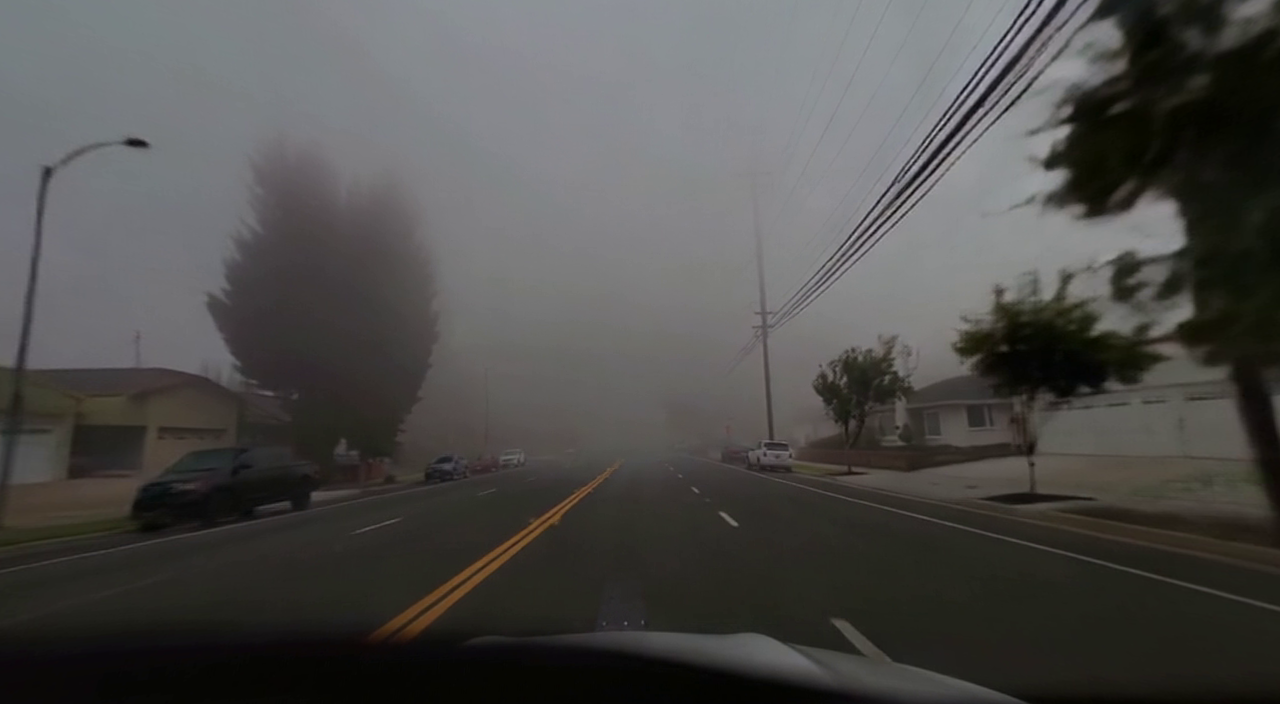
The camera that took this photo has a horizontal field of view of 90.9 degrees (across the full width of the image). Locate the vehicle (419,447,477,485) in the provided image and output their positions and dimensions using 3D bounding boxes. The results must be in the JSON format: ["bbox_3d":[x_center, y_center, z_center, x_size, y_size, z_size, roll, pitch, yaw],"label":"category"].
[{"bbox_3d":[-10.135,5.993,33.509,1.974,1.696,4.336,-3,-8,-4],"label":"vehicle"}]

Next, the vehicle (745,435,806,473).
[{"bbox_3d":[7.062,5.405,33.496,2.128,1.823,4.834,-1,-8,0],"label":"vehicle"}]

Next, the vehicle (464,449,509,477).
[{"bbox_3d":[-10.197,7.346,42.115,1.932,1.472,4.516,-4,-7,-2],"label":"vehicle"}]

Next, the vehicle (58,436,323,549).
[{"bbox_3d":[-10.379,3.179,15.396,2.419,2.001,5.566,-3,-7,0],"label":"vehicle"}]

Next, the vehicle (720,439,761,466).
[{"bbox_3d":[7.103,7.170,45.142,2.194,1.741,4.800,-1,-9,1],"label":"vehicle"}]
